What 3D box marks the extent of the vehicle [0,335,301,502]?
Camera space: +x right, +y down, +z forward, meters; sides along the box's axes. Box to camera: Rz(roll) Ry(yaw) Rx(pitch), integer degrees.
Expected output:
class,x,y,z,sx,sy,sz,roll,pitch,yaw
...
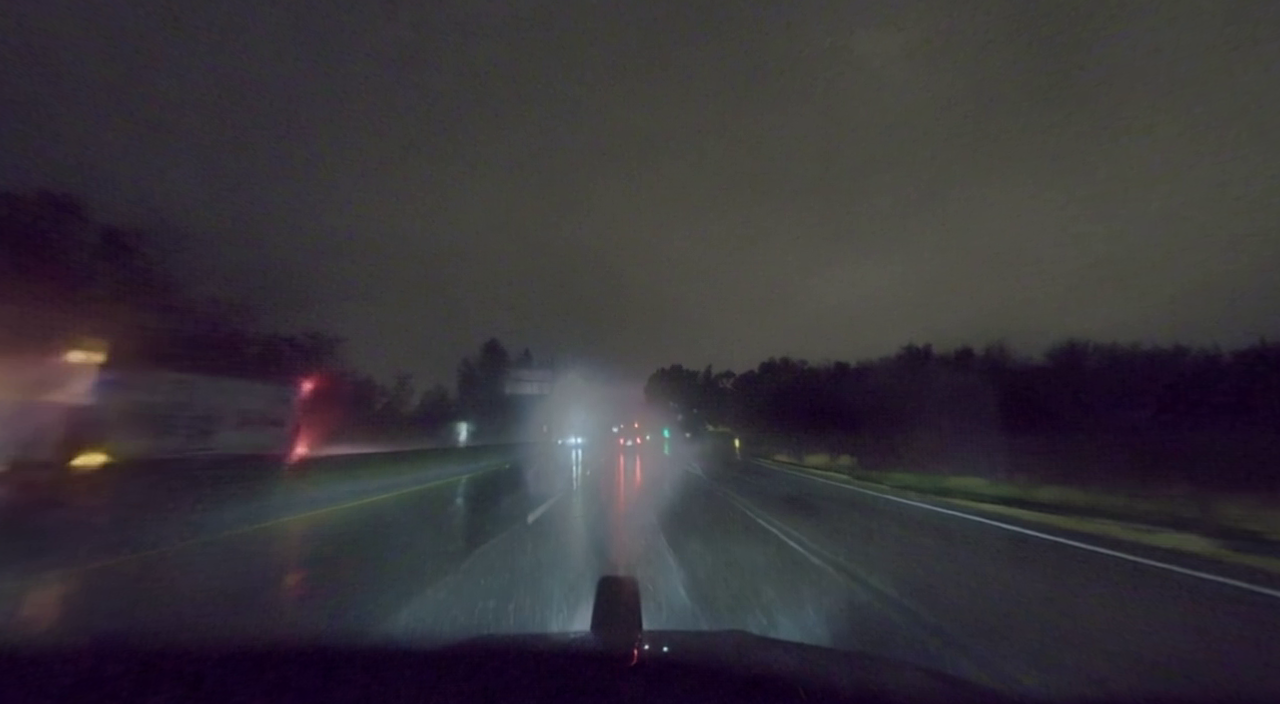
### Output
class,x,y,z,sx,sy,sz,roll,pitch,yaw
vehicle,-17.246,2.546,22.291,2.871,4.062,14.228,0,-8,-1
